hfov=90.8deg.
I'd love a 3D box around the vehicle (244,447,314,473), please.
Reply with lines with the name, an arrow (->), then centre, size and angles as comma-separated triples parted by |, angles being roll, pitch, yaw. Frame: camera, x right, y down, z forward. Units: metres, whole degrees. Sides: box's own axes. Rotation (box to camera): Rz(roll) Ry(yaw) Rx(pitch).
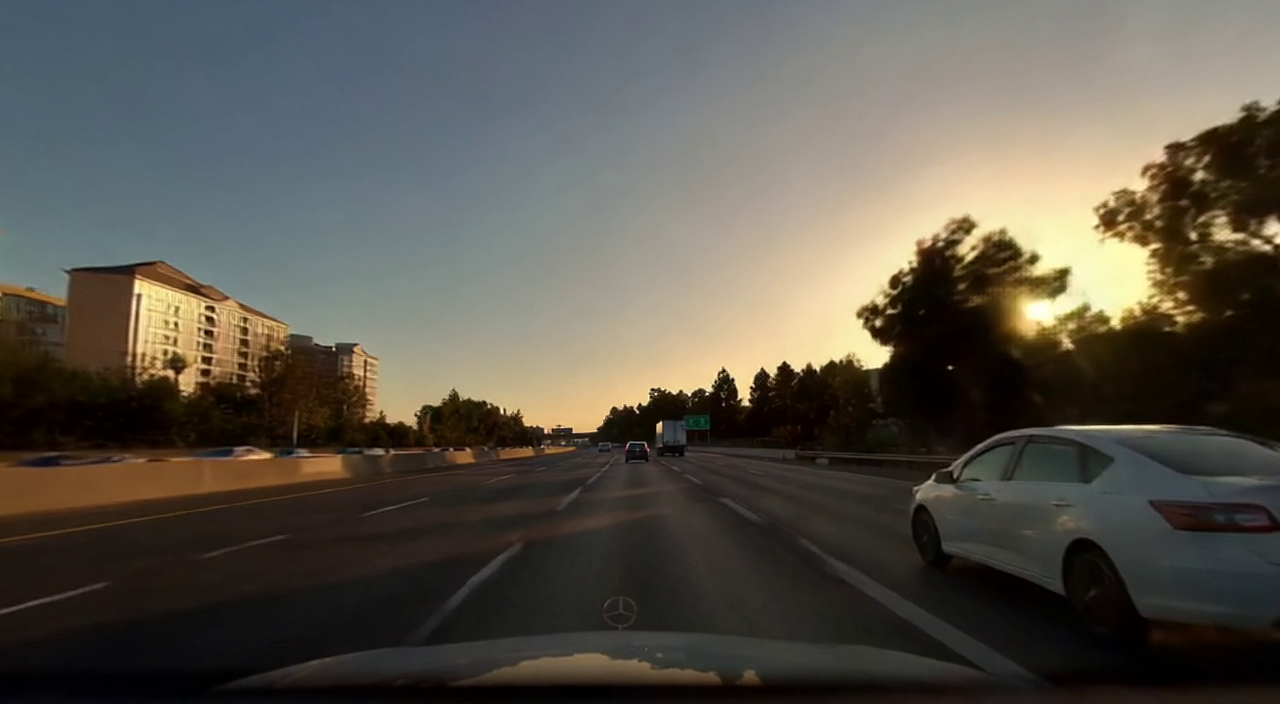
vehicle -> -24.878, 7.440, 43.722 | 1.970, 1.642, 4.831 | 0, -8, 0

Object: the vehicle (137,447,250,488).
vehicle -> -17.871, 4.602, 25.513 | 1.796, 1.505, 3.726 | 0, -8, 0

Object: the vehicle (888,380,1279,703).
vehicle -> 3.732, 1.217, 4.706 | 1.950, 1.596, 4.326 | 0, -8, -1

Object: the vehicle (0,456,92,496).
vehicle -> -25.627, 5.092, 26.154 | 1.848, 1.467, 4.495 | 0, -8, 0

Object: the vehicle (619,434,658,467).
vehicle -> -0.107, 6.184, 39.787 | 2.297, 1.912, 4.355 | 0, -8, 0
